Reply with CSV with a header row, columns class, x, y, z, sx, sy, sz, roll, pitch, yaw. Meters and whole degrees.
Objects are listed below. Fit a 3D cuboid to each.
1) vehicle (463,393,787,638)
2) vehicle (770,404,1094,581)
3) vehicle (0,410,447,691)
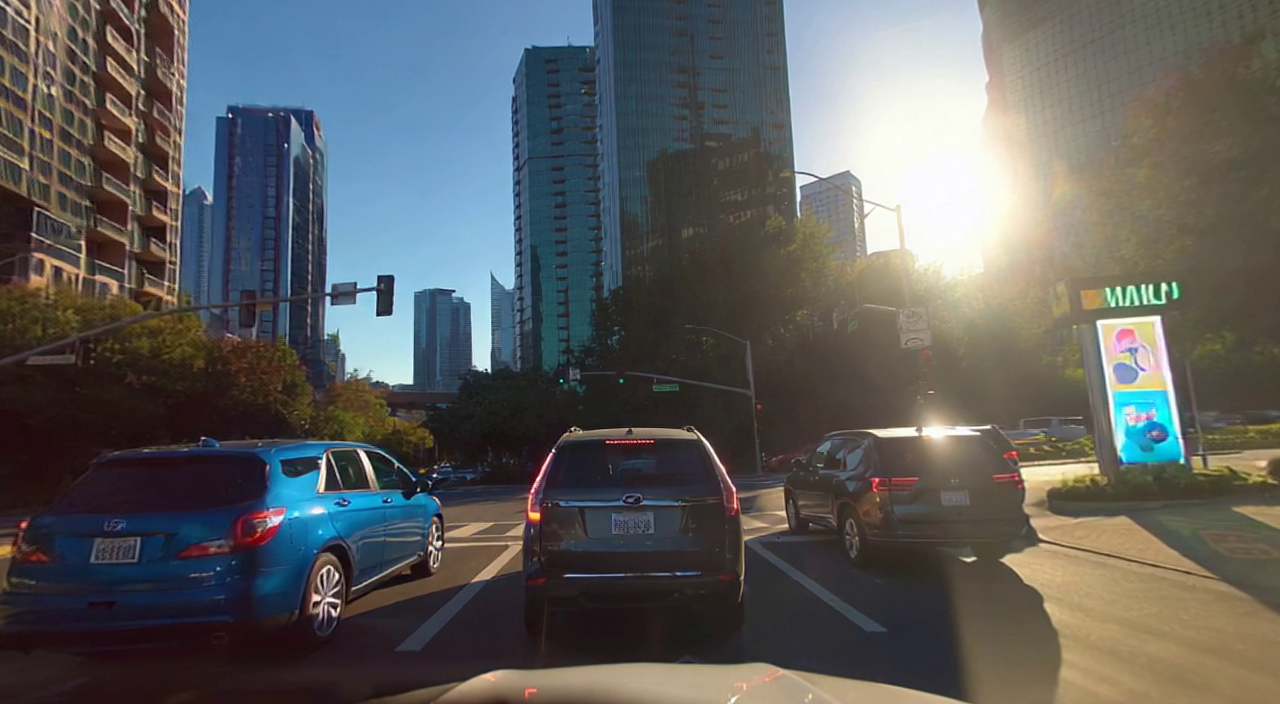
class,x,y,z,sx,sy,sz,roll,pitch,yaw
vehicle,-0.126,1.428,6.505,2.195,1.662,4.262,0,-8,-1
vehicle,3.217,1.657,8.252,2.004,1.646,4.554,0,-8,-1
vehicle,-3.546,1.427,5.823,1.906,1.524,4.547,0,-8,2
